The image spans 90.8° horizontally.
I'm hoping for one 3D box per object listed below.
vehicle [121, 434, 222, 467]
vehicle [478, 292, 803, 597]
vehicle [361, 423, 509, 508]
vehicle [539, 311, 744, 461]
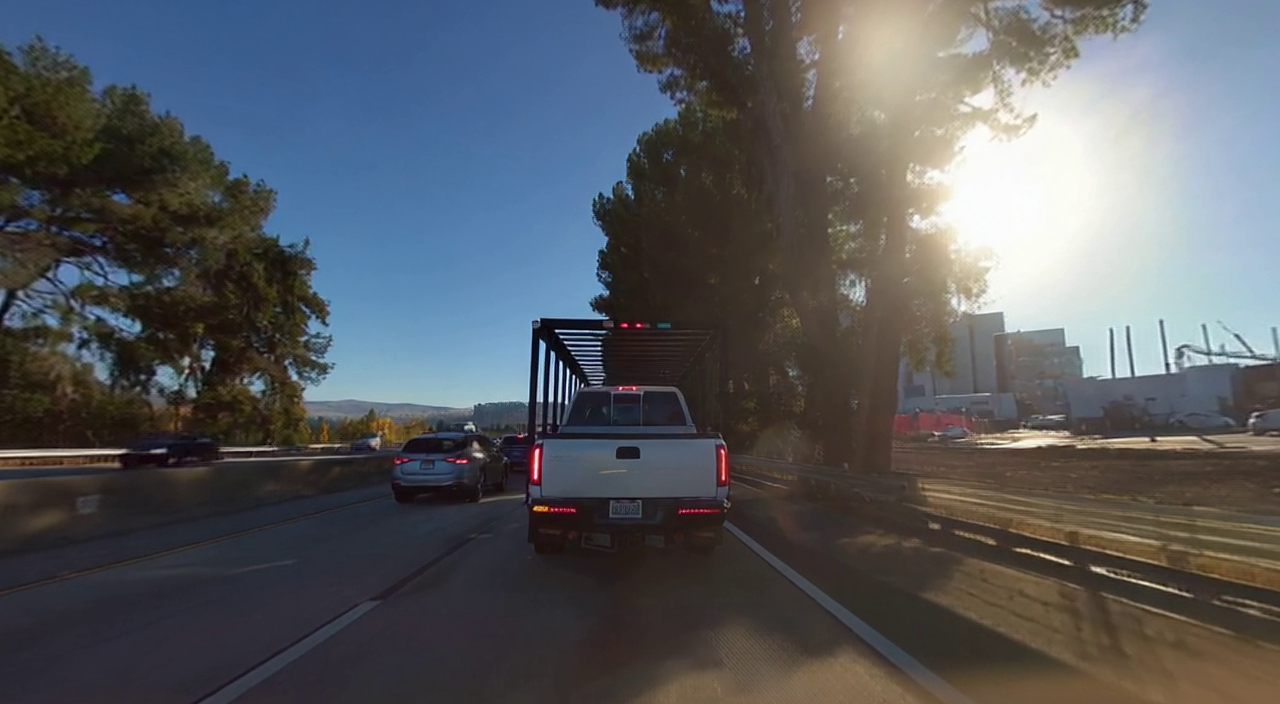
[{"bbox_3d":[-22.594,4.754,30.665,1.826,1.485,4.128,0,-9,-2],"label":"vehicle"},{"bbox_3d":[-0.179,1.534,10.647,2.735,2.597,10.435,0,-9,-2],"label":"vehicle"},{"bbox_3d":[-4.534,2.592,14.839,2.057,1.665,4.572,0,-9,-2],"label":"vehicle"},{"bbox_3d":[-0.066,0.698,9.063,2.156,1.604,4.680,0,-9,-2],"label":"vehicle"}]
